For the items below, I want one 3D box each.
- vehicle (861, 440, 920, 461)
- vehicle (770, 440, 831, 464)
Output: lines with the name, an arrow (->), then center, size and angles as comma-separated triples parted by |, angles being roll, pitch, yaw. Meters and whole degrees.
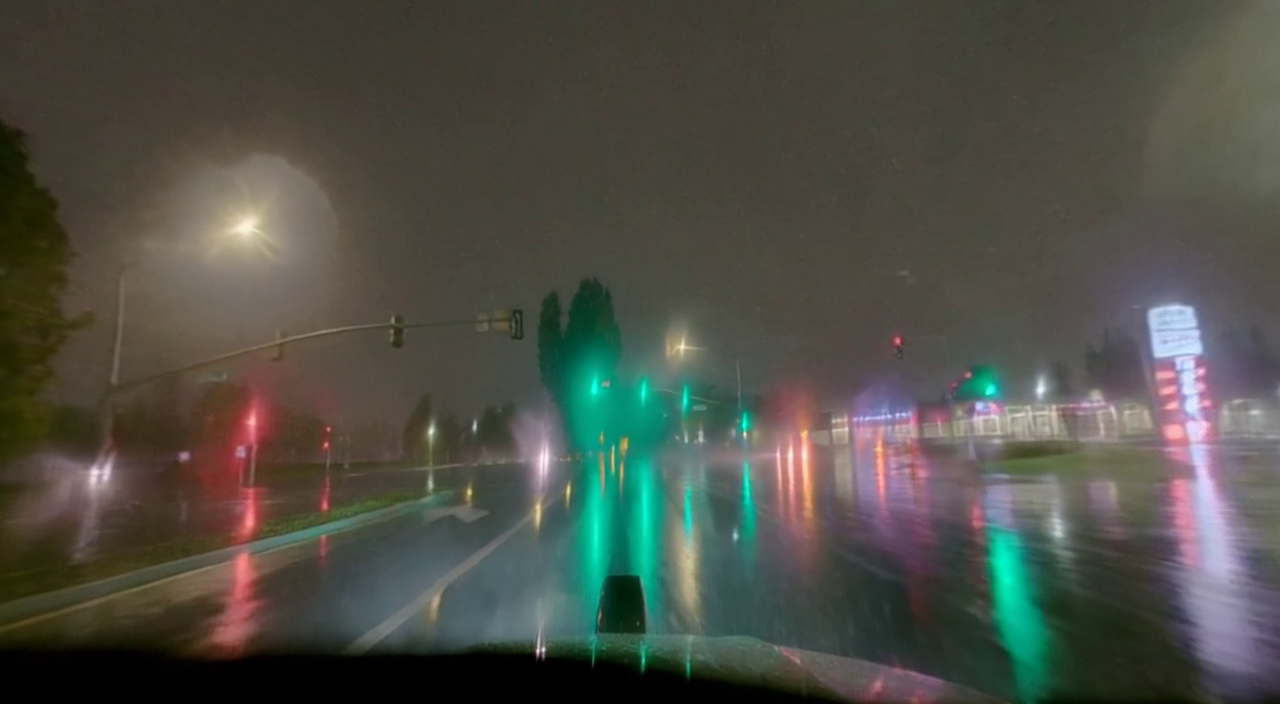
vehicle -> 18.978, 7.417, 47.811 | 3.942, 1.505, 1.848 | 4, -9, -24
vehicle -> 11.440, 7.130, 45.111 | 3.780, 1.496, 1.867 | 0, -8, -23
